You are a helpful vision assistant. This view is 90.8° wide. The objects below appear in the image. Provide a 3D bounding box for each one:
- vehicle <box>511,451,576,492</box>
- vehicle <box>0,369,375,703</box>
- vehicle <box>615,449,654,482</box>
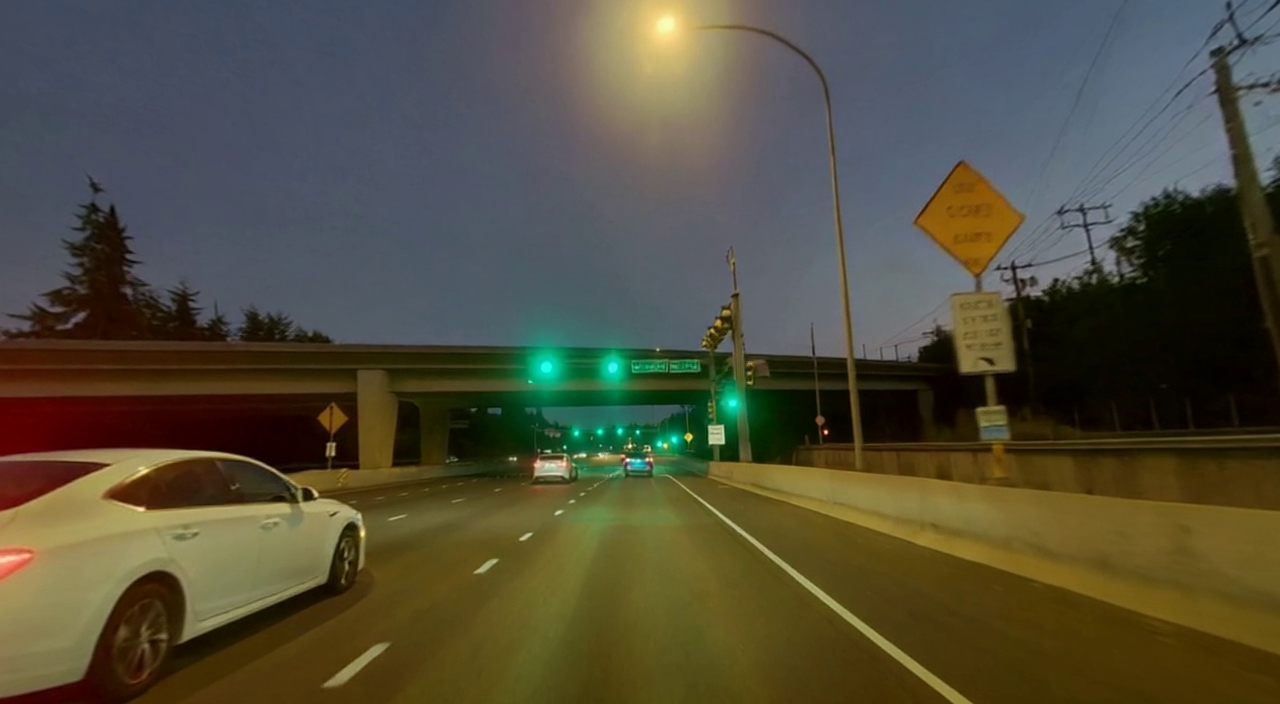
[{"bbox_3d":[-3.754,4.735,25.368,1.946,1.437,4.154,0,-8,0],"label":"vehicle"},{"bbox_3d":[-3.489,1.102,3.773,1.925,1.666,4.271,0,-8,0],"label":"vehicle"},{"bbox_3d":[-0.321,5.991,33.664,1.985,1.565,3.968,0,-8,-1],"label":"vehicle"}]
